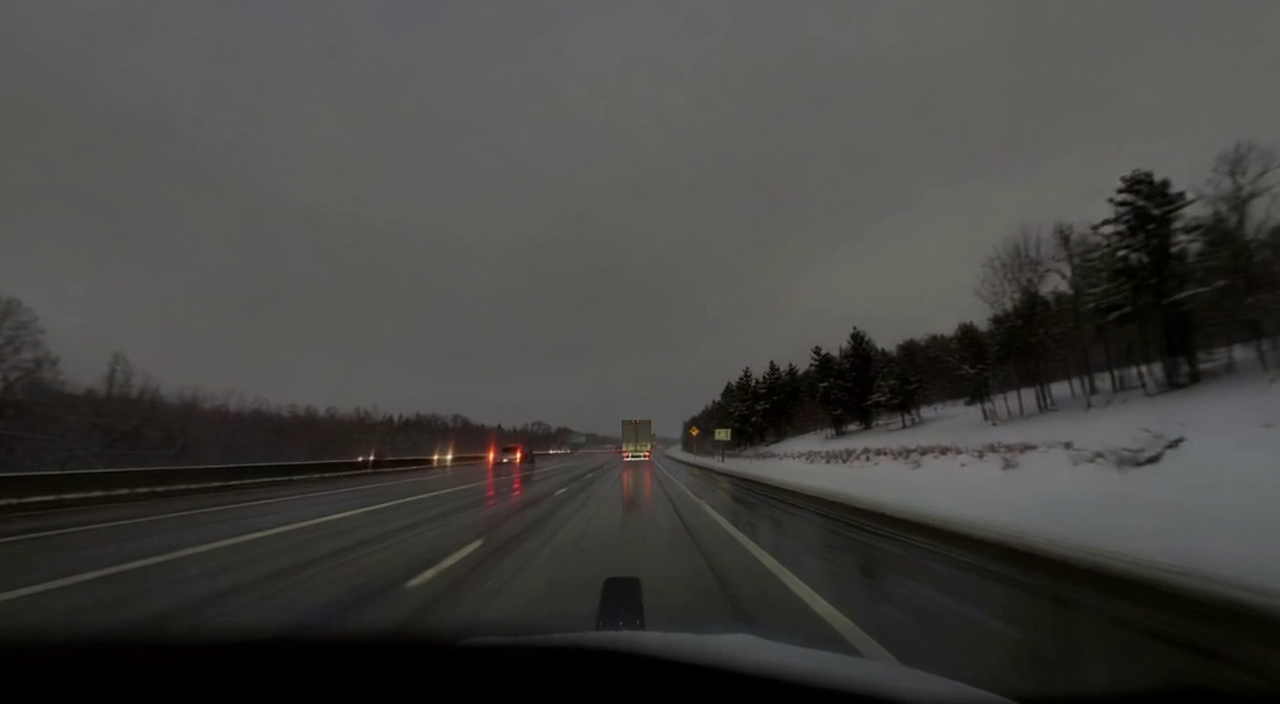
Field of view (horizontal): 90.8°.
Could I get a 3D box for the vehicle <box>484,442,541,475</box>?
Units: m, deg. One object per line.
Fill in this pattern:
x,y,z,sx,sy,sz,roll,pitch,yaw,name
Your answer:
-6.964,5.888,34.994,2.067,1.676,4.789,0,-9,1,vehicle
